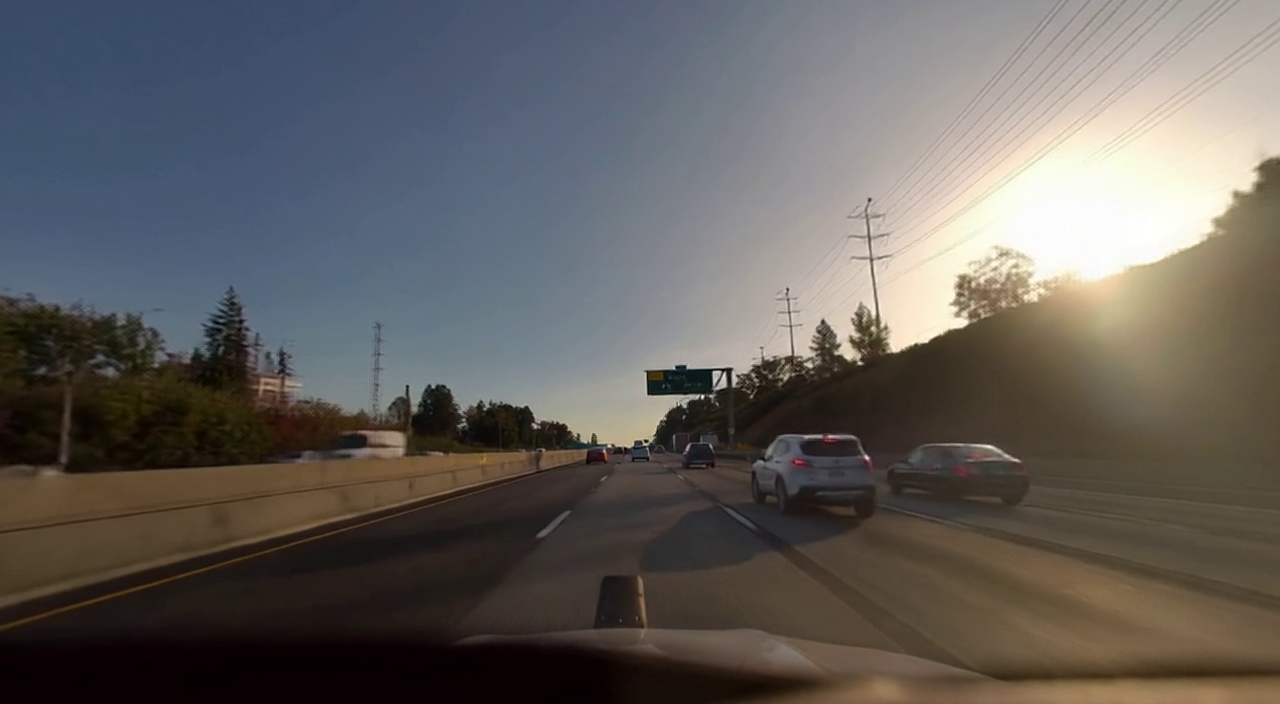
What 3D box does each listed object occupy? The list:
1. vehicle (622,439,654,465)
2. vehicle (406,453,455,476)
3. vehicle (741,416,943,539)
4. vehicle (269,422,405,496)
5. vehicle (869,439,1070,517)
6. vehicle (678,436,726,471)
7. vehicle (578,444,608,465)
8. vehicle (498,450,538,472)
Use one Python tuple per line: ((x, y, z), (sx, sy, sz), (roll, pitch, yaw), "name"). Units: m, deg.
((-0.156, 7.504, 47.264), (2.314, 1.796, 4.254), (0, -8, -1), "vehicle")
((-14.912, 7.993, 45.092), (1.887, 1.489, 4.698), (0, -9, 0), "vehicle")
((3.280, 2.142, 11.381), (2.111, 1.755, 4.459), (0, -8, -1), "vehicle")
((-11.630, 4.154, 24.846), (2.385, 2.547, 5.968), (0, -8, 0), "vehicle")
((6.951, 2.679, 13.973), (1.992, 1.431, 4.506), (0, -8, 0), "vehicle")
((3.514, 5.834, 36.421), (2.095, 1.886, 4.727), (0, -8, -2), "vehicle")
((-3.687, 8.069, 49.776), (2.051, 1.510, 4.373), (0, -8, 0), "vehicle")
((-8.632, 7.715, 44.853), (1.951, 1.443, 4.201), (0, -8, 2), "vehicle")
